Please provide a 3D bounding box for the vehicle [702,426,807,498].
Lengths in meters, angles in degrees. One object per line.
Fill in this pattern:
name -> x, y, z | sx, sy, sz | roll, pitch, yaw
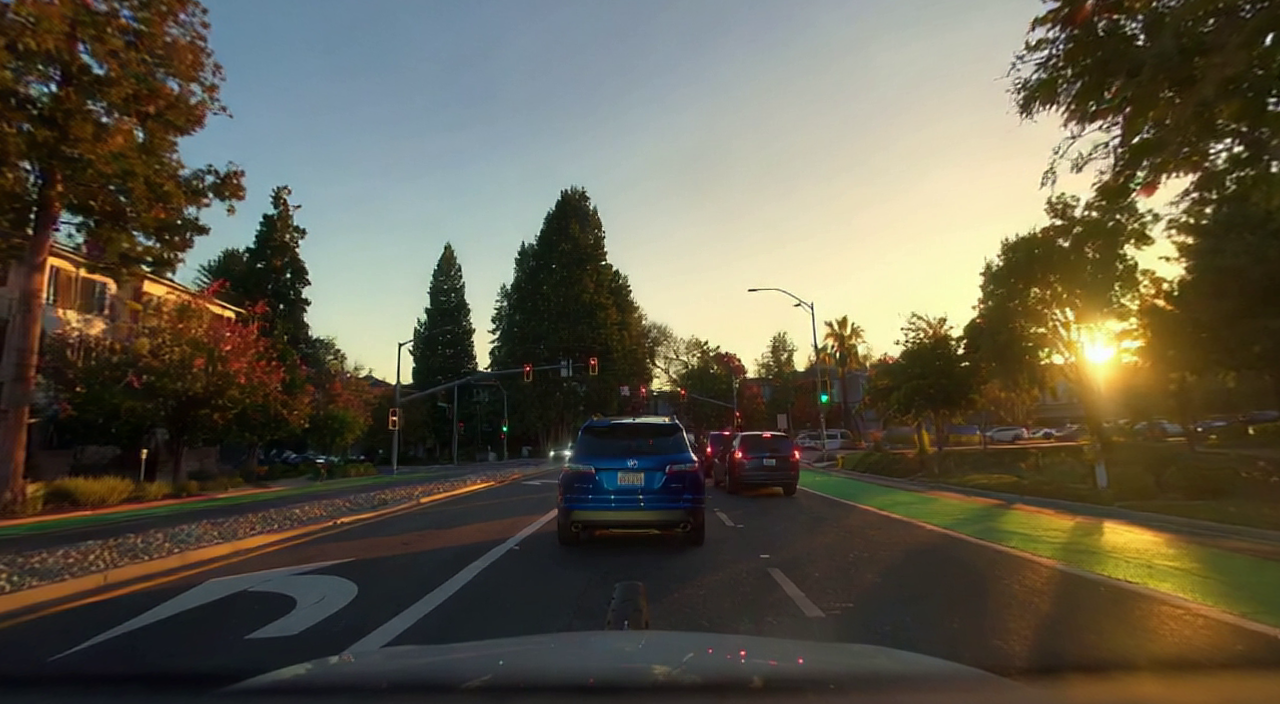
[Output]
vehicle -> 3.161, 3.167, 18.469 | 2.189, 1.815, 4.495 | 0, -8, -1

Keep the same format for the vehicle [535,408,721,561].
vehicle -> -0.126, 1.802, 9.226 | 2.109, 1.730, 3.963 | 0, -8, 0
